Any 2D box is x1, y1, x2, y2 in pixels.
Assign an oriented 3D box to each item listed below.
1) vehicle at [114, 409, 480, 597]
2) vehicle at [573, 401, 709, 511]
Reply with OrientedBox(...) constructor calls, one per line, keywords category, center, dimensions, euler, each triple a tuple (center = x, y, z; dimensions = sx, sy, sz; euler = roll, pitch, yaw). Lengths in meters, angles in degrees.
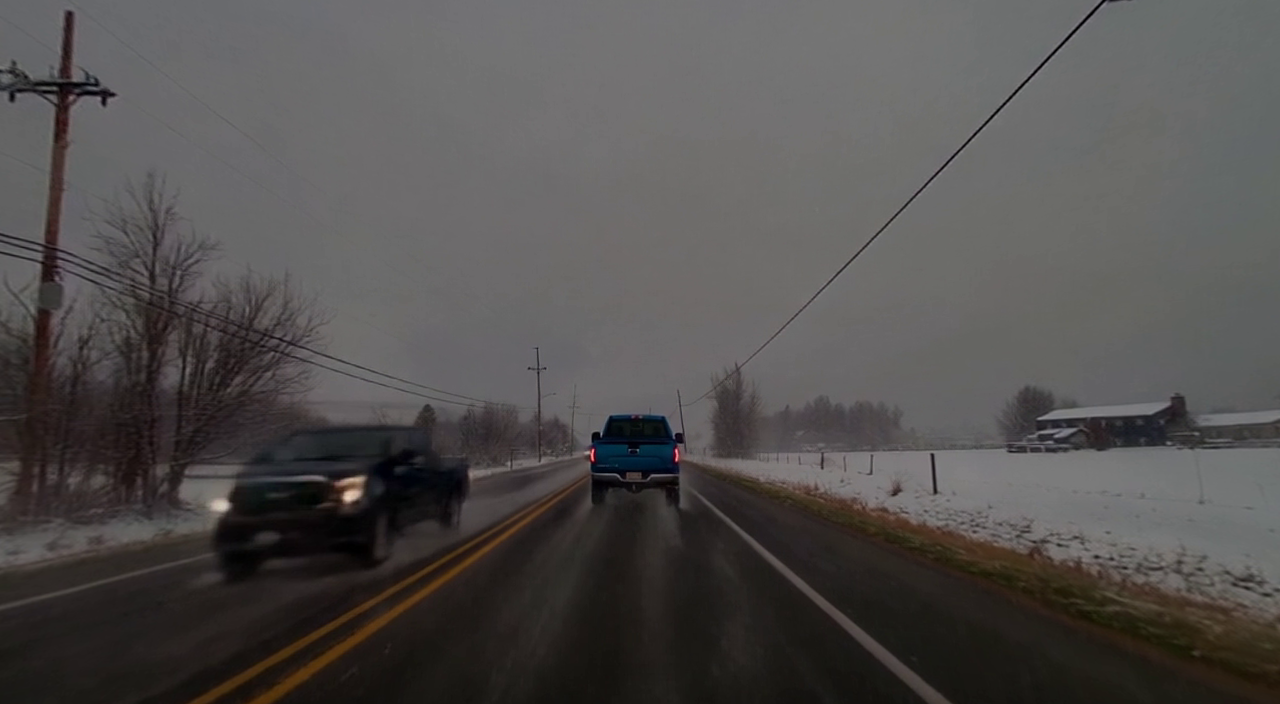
OrientedBox(category="vehicle", center=(-3.817, 1.764, 8.347), dimensions=(2.122, 1.729, 4.783), euler=(0, -8, 0))
OrientedBox(category="vehicle", center=(-0.054, 2.770, 17.255), dimensions=(2.912, 2.320, 7.292), euler=(0, -8, -1))
